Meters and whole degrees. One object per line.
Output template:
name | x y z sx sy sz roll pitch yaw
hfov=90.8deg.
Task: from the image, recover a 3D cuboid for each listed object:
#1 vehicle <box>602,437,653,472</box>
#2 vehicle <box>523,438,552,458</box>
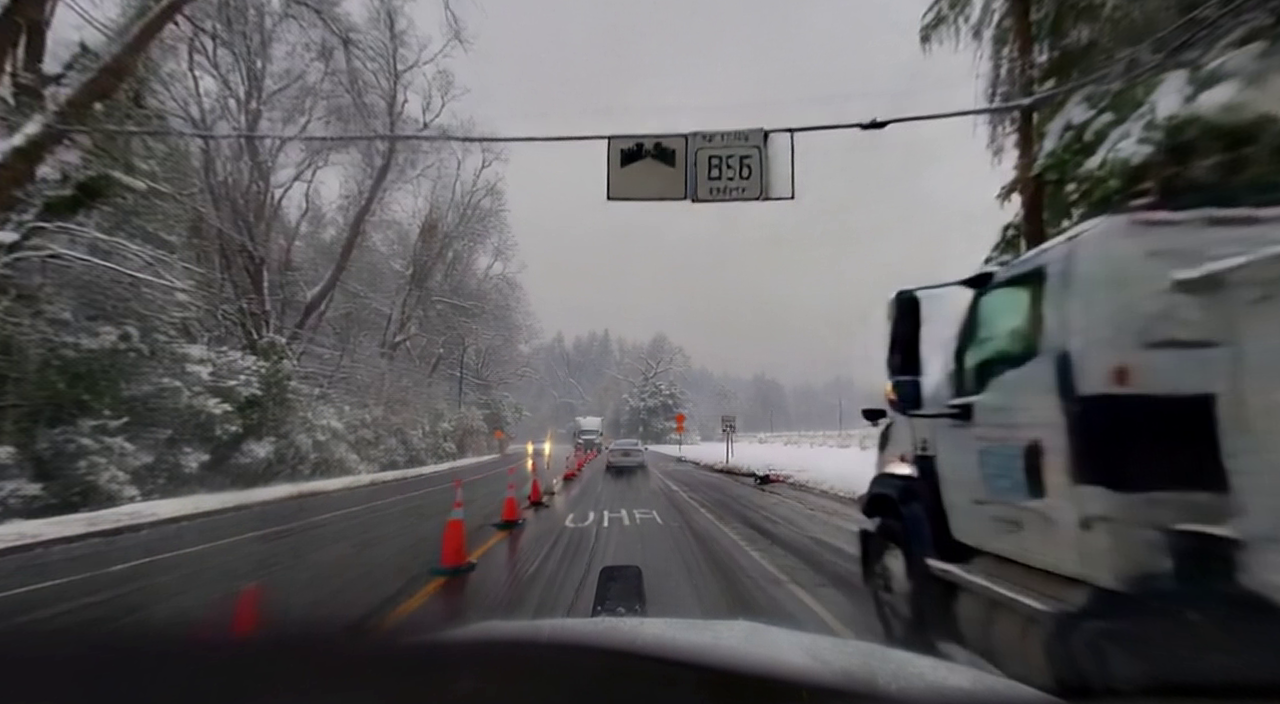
vehicle | -0.590 4.656 28.919 2.186 1.463 4.356 0 -8 -2
vehicle | -7.890 7.435 48.992 2.019 1.492 4.091 1 -8 -7
